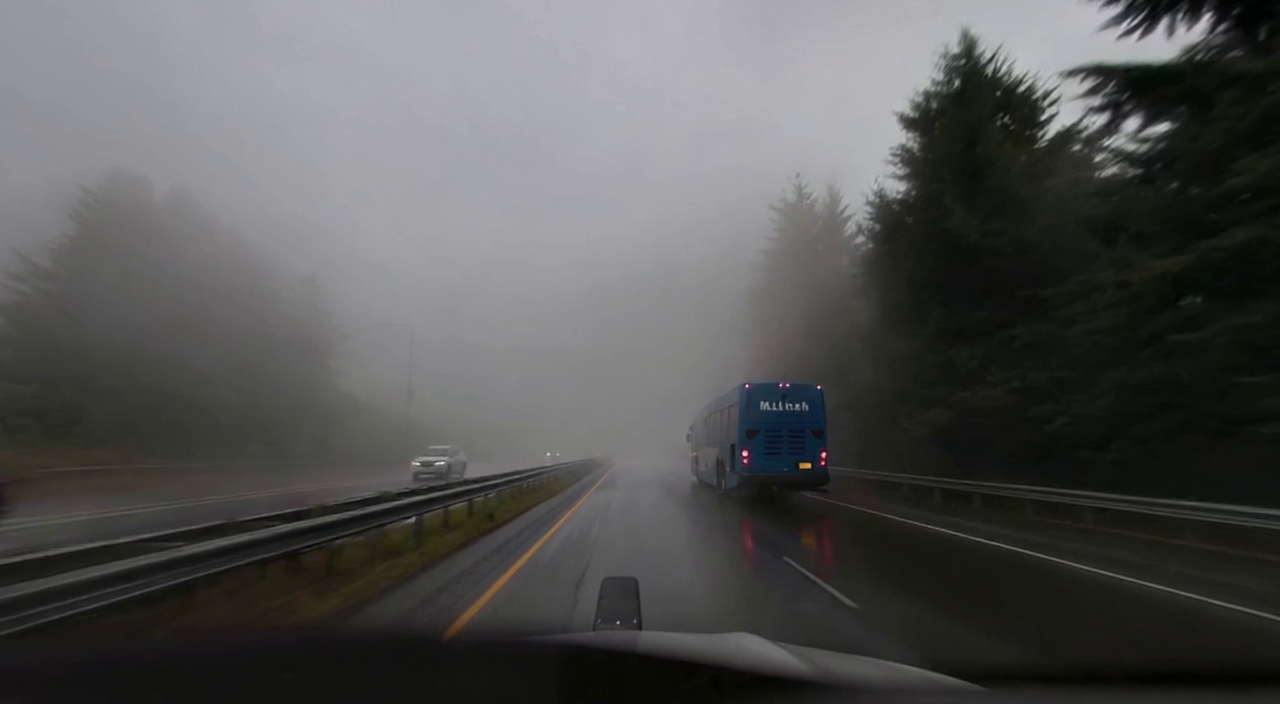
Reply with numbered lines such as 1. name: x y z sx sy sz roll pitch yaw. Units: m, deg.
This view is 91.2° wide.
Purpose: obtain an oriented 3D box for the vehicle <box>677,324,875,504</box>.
1. vehicle: 3.469 2.439 21.342 3.277 4.084 14.213 0 -9 -1
